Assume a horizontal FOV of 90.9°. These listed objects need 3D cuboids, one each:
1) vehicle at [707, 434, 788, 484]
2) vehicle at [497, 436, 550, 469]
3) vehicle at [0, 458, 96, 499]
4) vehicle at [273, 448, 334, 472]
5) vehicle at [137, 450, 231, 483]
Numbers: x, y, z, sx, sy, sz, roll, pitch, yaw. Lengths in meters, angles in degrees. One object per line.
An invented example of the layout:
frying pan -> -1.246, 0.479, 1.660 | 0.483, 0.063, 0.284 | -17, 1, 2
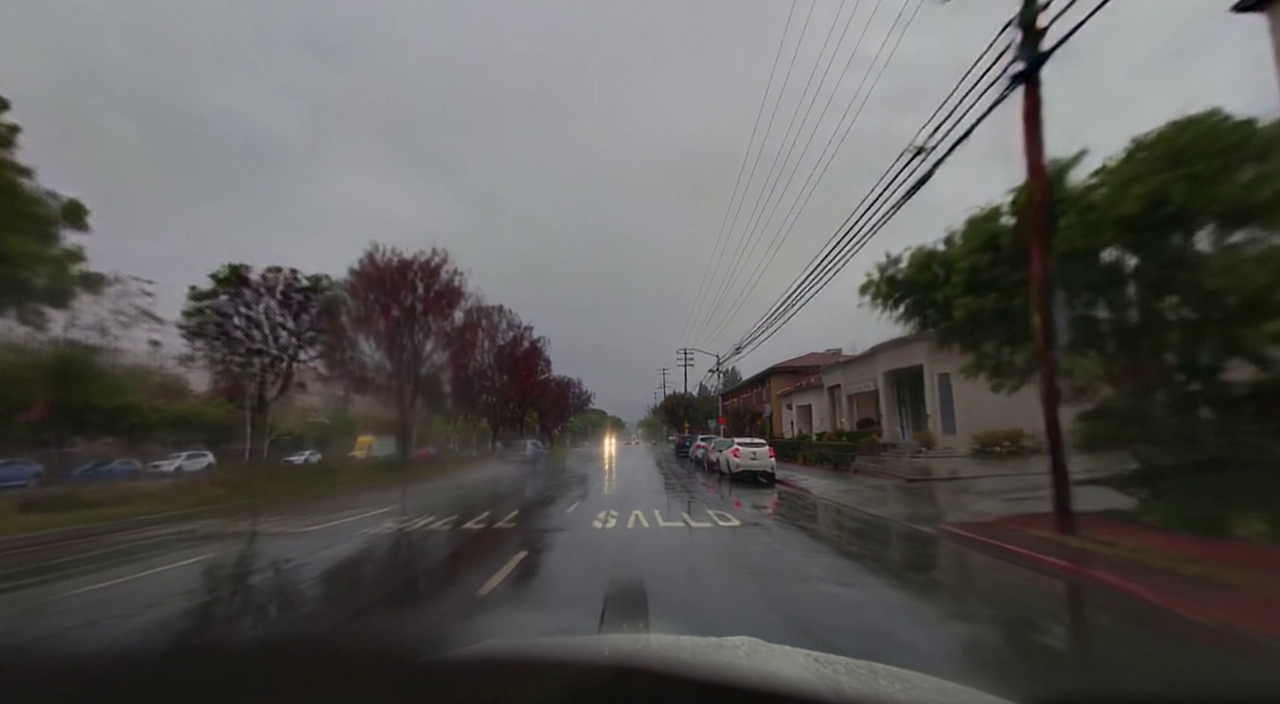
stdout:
vehicle -> 3.637, 3.705, 22.218 | 2.048, 1.556, 4.753 | 0, -8, 0
vehicle -> -6.403, 5.548, 35.028 | 2.000, 1.671, 4.497 | 0, -8, 1
vehicle -> -25.859, 5.246, 26.476 | 1.935, 1.487, 4.600 | 0, -8, 0
vehicle -> -25.693, 8.227, 48.372 | 2.121, 1.699, 4.506 | 0, -8, 1
vehicle -> -25.742, 6.448, 35.832 | 1.959, 1.707, 4.481 | 0, -8, 0
